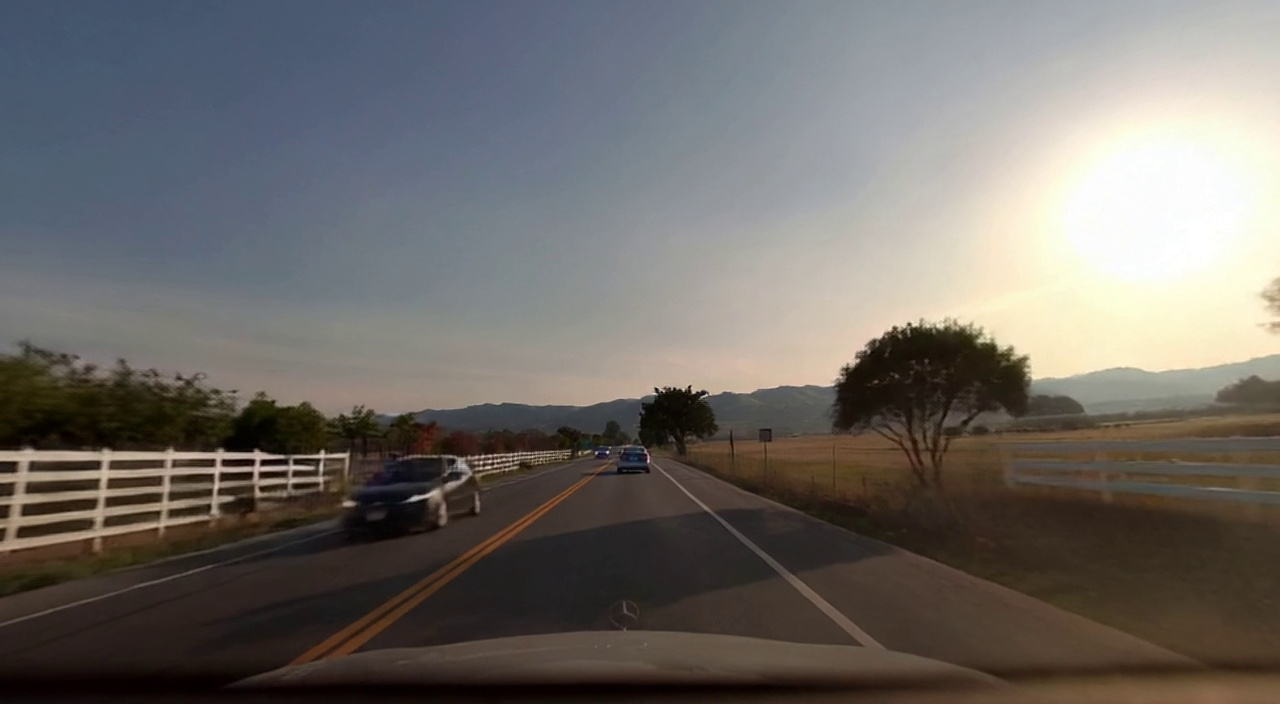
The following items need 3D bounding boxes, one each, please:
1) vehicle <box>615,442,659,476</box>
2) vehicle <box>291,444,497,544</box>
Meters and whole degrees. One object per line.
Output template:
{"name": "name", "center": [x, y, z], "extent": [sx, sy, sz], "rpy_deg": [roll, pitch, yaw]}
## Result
{"name": "vehicle", "center": [-0.165, 5.580, 33.253], "extent": [2.158, 1.669, 4.006], "rpy_deg": [0, -9, 0]}
{"name": "vehicle", "center": [-4.423, 2.601, 12.373], "extent": [2.107, 1.534, 4.752], "rpy_deg": [0, -9, 0]}
